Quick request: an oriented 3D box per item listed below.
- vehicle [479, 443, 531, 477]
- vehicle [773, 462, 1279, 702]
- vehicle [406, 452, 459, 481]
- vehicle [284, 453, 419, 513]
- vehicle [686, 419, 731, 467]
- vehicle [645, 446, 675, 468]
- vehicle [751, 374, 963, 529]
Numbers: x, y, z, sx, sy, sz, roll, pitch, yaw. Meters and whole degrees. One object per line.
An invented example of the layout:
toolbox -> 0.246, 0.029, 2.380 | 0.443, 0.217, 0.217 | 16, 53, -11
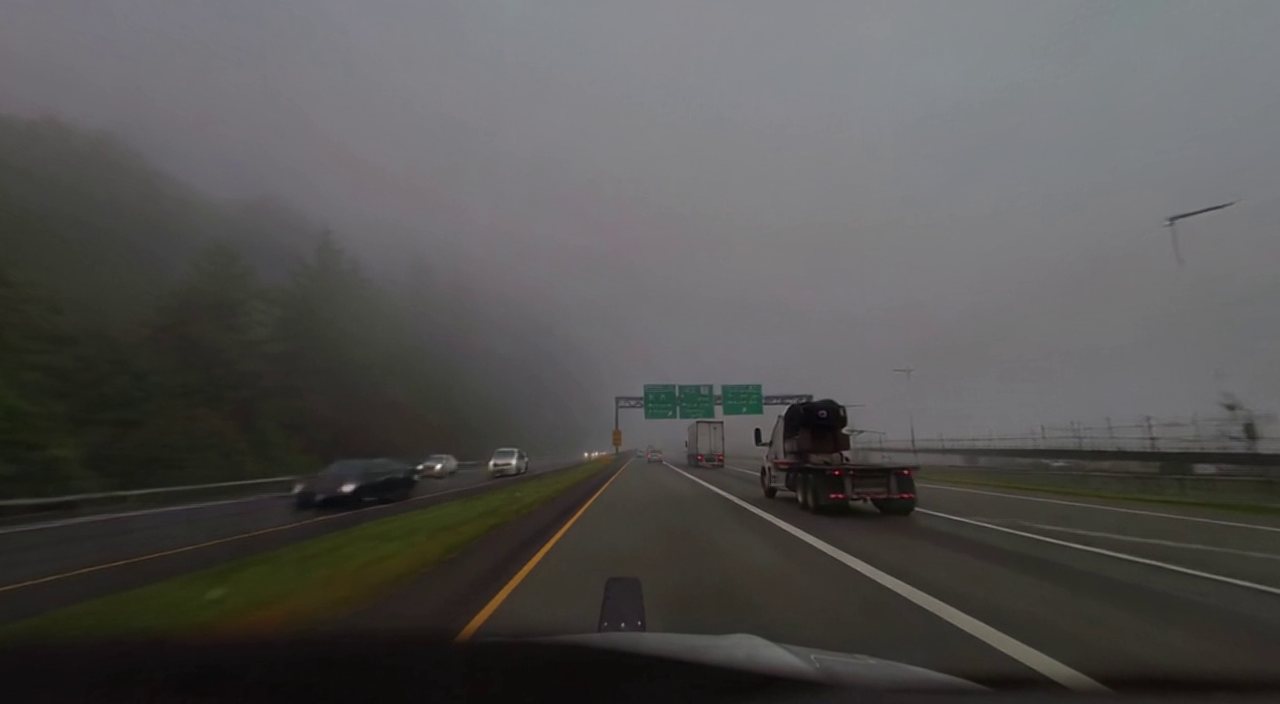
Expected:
vehicle -> -8.718, 6.960, 41.039 | 2.174, 1.978, 5.226 | -2, -9, 1
vehicle -> 4.574, 2.125, 8.318 | 2.472, 1.036, 13.239 | 0, -9, -2
vehicle -> -12.672, 6.998, 38.674 | 1.873, 1.559, 3.979 | -3, -9, 1
vehicle -> -8.579, 3.907, 19.280 | 1.943, 1.467, 4.591 | -2, -9, 1
vehicle -> 5.075, 6.959, 48.012 | 2.743, 3.367, 7.306 | 0, -9, 1
vehicle -> 1.406, 7.589, 45.711 | 2.049, 1.500, 3.790 | 0, -9, 1
vehicle -> 4.449, 2.238, 14.453 | 2.569, 2.783, 5.984 | 0, -9, -1
